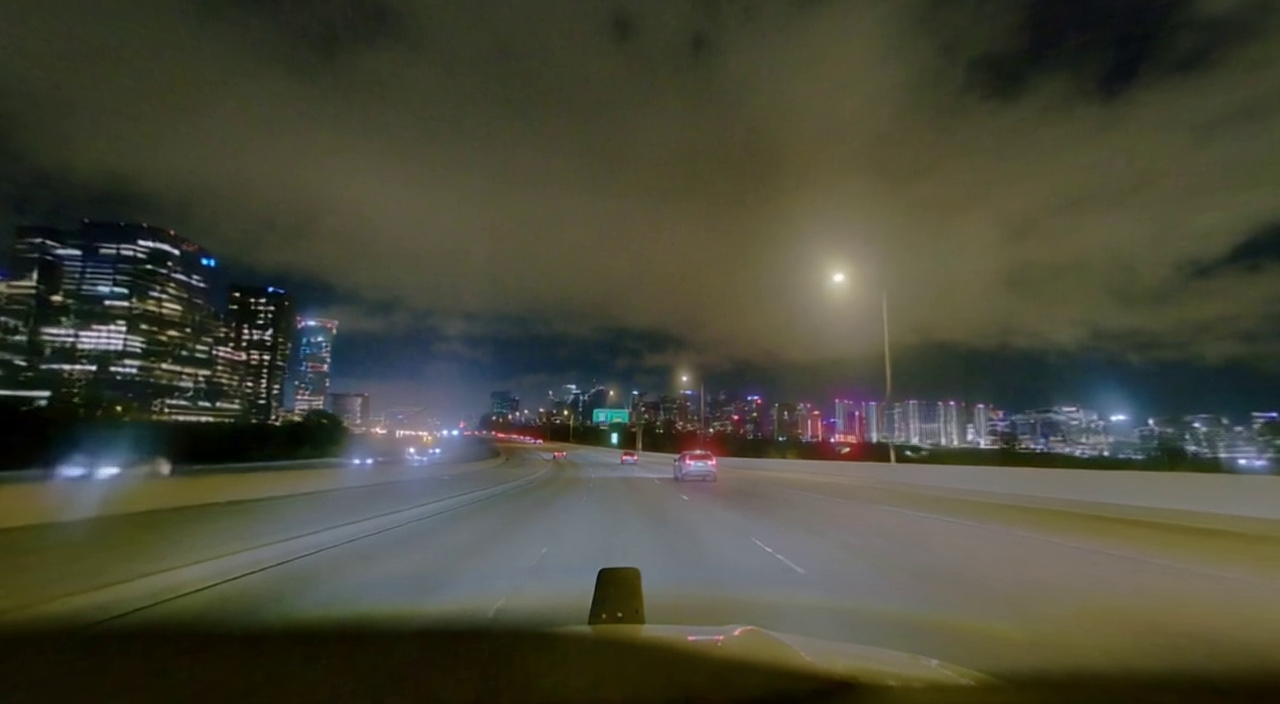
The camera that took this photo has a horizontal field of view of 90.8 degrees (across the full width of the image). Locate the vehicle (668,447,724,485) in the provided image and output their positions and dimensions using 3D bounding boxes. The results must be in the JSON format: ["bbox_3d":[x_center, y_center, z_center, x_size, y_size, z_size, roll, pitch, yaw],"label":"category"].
[{"bbox_3d":[2.773,5.771,32.350,2.110,1.780,4.682,0,-9,-4],"label":"vehicle"}]

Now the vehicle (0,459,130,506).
[{"bbox_3d":[-21.423,4.676,23.029,1.884,1.486,4.579,0,-9,-1],"label":"vehicle"}]
